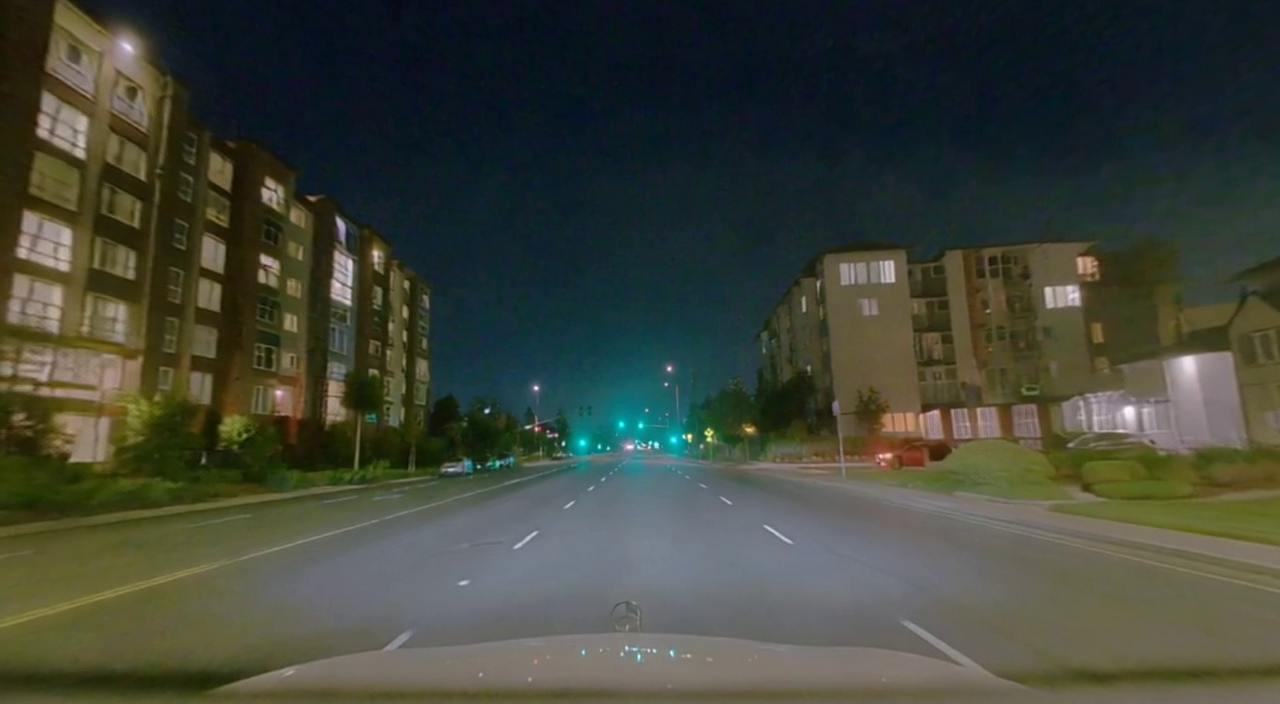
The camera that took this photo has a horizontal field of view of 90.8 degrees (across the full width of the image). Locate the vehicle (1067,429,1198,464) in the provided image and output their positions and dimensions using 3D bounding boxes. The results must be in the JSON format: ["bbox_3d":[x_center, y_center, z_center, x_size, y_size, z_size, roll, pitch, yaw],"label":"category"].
[{"bbox_3d":[24.925,4.803,32.128,4.861,1.684,2.014,0,-9,1],"label":"vehicle"}]

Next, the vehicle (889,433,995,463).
[{"bbox_3d":[18.557,5.937,39.020,5.466,1.734,1.999,-1,-9,1],"label":"vehicle"}]

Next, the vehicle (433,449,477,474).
[{"bbox_3d":[-13.381,7.919,45.938,1.851,1.645,4.152,-1,-9,1],"label":"vehicle"}]
